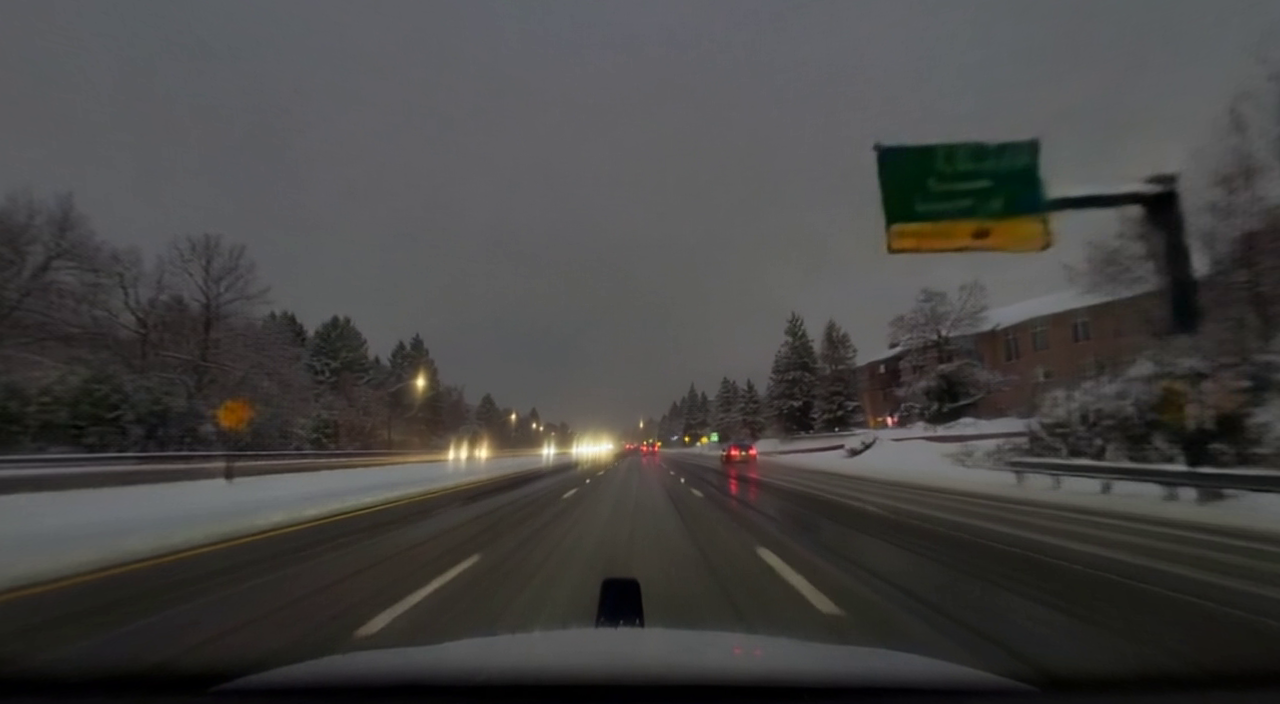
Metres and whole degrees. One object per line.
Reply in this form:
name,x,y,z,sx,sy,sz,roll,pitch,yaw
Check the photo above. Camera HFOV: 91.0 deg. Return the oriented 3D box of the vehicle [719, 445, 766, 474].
vehicle,6.173,6.507,38.371,2.085,1.594,4.848,0,-9,0
